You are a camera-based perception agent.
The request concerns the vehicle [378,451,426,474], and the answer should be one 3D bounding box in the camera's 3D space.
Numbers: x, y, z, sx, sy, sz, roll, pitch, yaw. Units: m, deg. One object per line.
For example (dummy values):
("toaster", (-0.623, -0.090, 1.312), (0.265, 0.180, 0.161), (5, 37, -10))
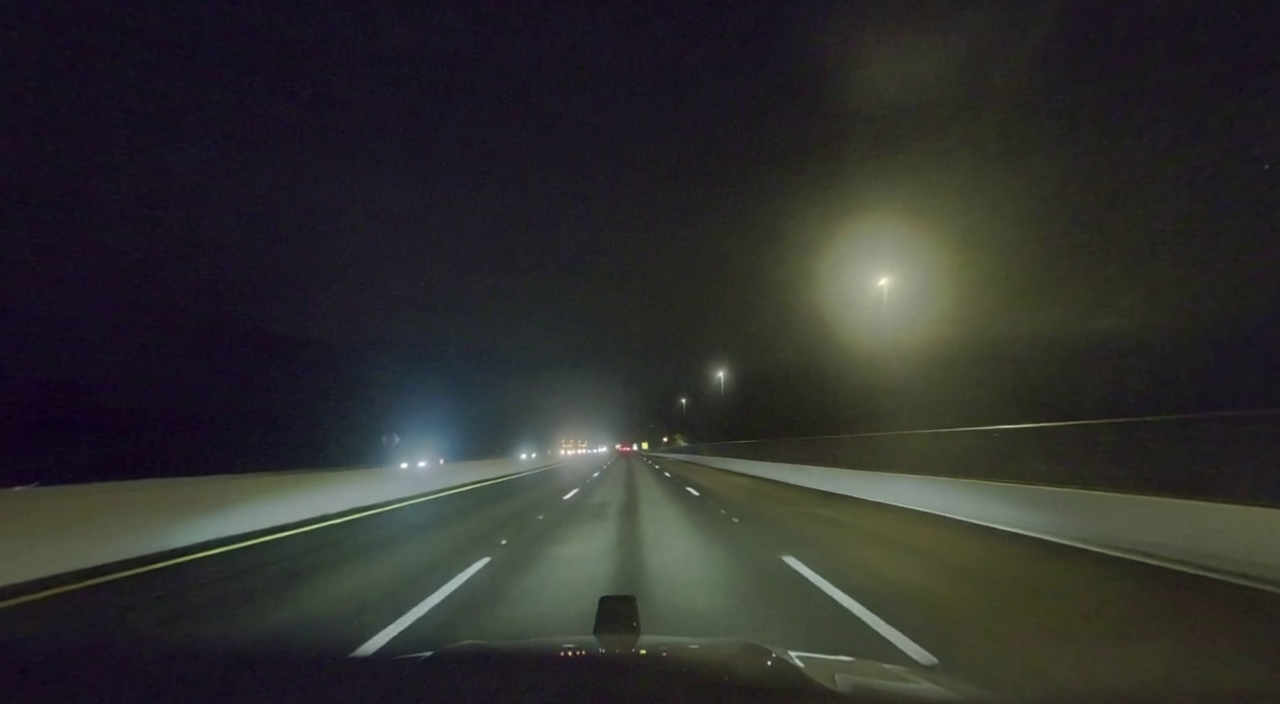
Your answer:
("vehicle", (-17.344, 8.059, 45.956), (1.936, 1.576, 4.524), (0, -9, -3))
